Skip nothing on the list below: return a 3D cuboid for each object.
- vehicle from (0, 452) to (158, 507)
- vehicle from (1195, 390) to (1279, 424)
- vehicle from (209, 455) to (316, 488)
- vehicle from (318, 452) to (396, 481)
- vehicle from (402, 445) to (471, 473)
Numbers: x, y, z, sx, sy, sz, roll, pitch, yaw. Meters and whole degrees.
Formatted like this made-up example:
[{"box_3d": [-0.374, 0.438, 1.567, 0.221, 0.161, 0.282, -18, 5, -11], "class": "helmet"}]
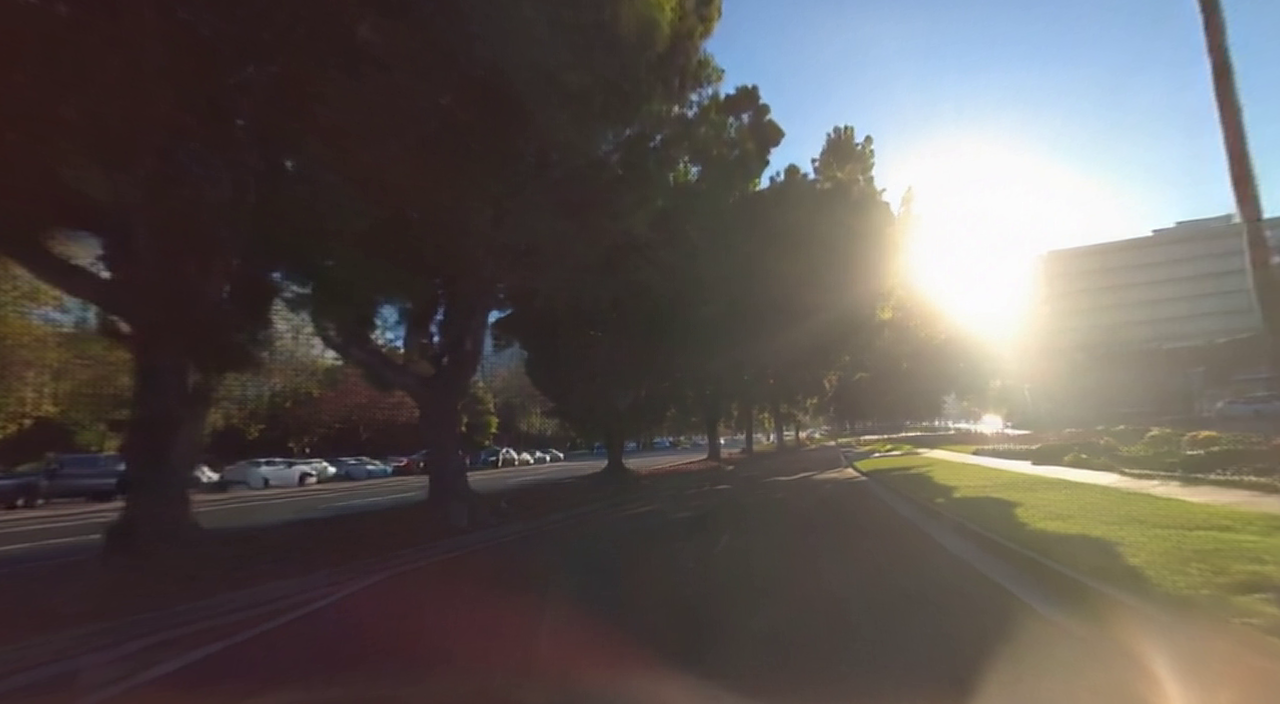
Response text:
[{"box_3d": [-21.489, 4.735, 23.948, 1.969, 1.758, 4.662, -3, -9, 17], "class": "vehicle"}, {"box_3d": [32.503, 2.982, 34.166, 3.335, 1.398, 1.535, -5, -9, -7], "class": "vehicle"}, {"box_3d": [-18.798, 5.929, 31.622, 1.832, 1.473, 4.377, -3, -9, 18], "class": "vehicle"}, {"box_3d": [-16.969, 6.846, 37.986, 1.851, 1.450, 4.396, -9, -11, 15], "class": "vehicle"}, {"box_3d": [-14.562, 7.711, 45.394, 1.967, 1.683, 5.223, -9, -12, 17], "class": "vehicle"}]
